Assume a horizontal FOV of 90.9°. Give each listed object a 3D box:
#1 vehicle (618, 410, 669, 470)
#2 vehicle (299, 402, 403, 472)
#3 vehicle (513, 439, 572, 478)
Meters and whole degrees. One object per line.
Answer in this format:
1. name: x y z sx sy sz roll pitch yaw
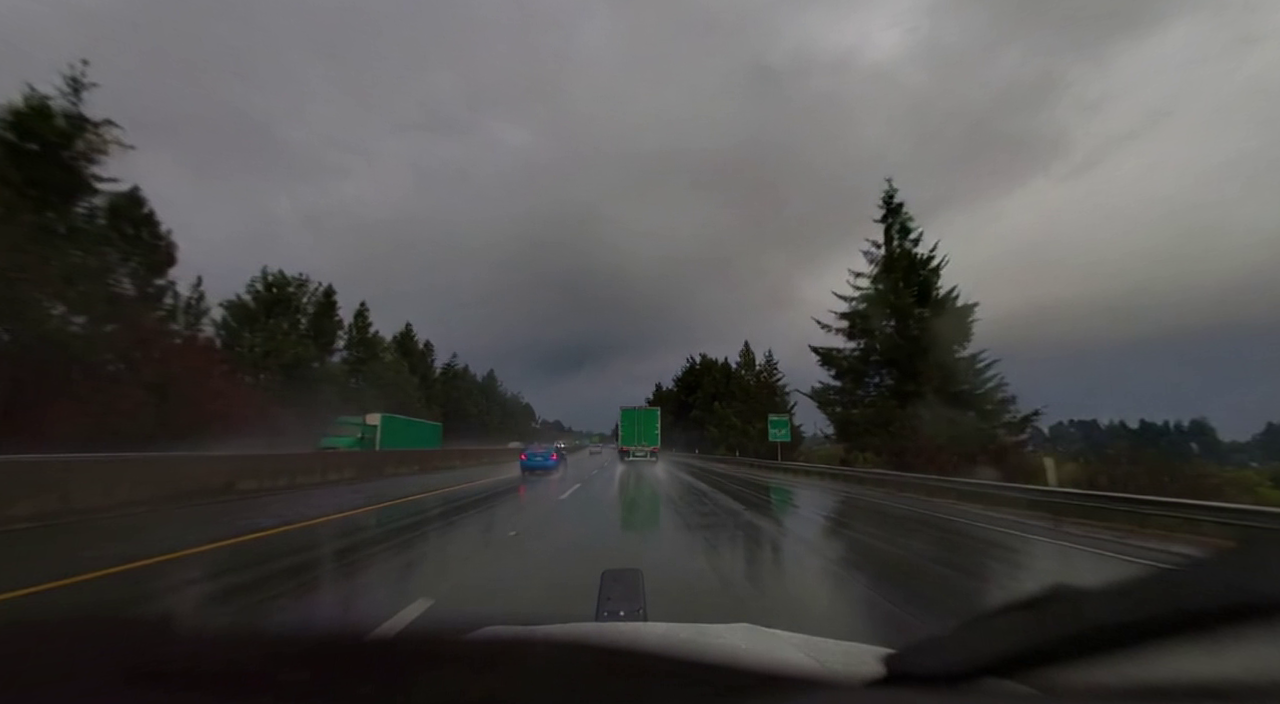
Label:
1. vehicle: 0.069 6.108 43.306 2.893 3.628 9.081 0 -9 -3
2. vehicle: -16.815 5.077 37.293 3.091 3.763 6.553 0 -9 -1
3. vehicle: -4.293 4.766 28.338 1.977 1.602 3.944 0 -9 0
